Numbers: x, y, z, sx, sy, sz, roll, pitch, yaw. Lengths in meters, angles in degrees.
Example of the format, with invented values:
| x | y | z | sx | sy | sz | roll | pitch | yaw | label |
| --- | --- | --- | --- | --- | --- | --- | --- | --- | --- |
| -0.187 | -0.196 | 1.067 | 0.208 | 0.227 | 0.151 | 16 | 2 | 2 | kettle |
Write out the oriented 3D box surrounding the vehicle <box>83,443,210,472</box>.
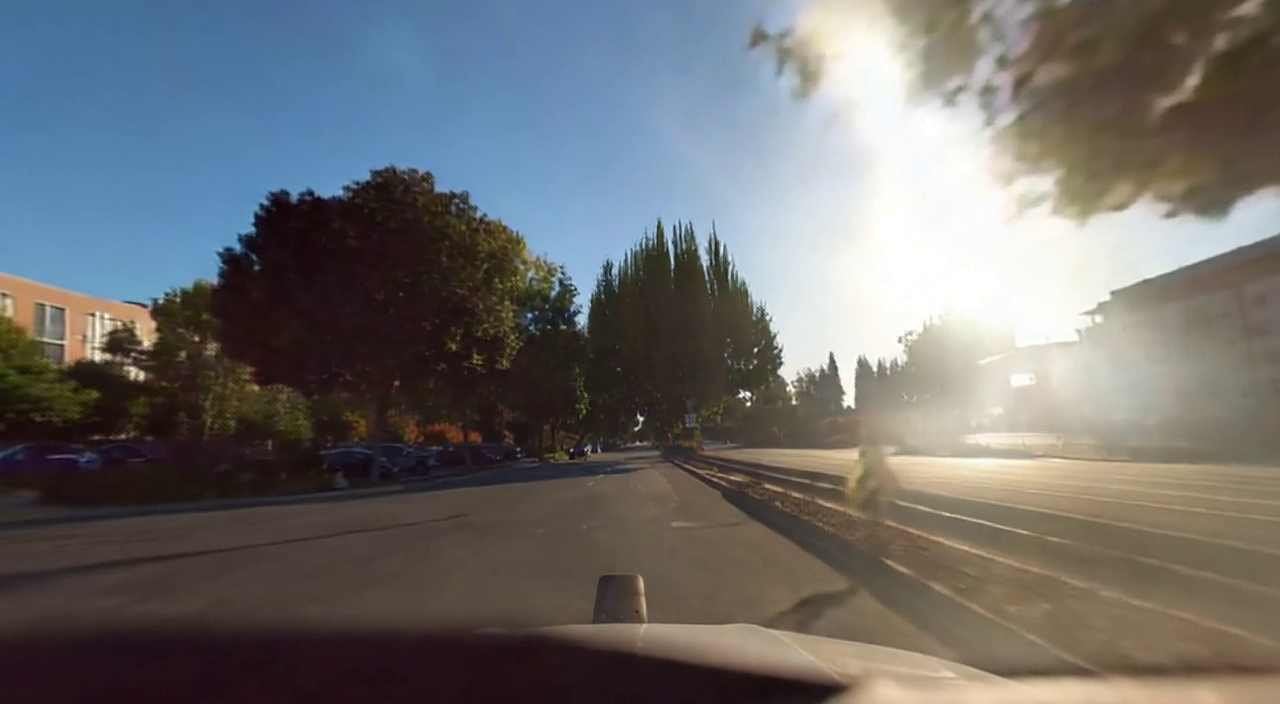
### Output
| x | y | z | sx | sy | sz | roll | pitch | yaw | label |
| --- | --- | --- | --- | --- | --- | --- | --- | --- | --- |
| -26.680 | 5.693 | 34.181 | 5.024 | 1.494 | 2.242 | 0 | -7 | 1 | vehicle |

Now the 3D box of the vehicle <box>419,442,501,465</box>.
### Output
| x | y | z | sx | sy | sz | roll | pitch | yaw | label |
| --- | --- | --- | --- | --- | --- | --- | --- | --- | --- |
| -12.930 | 7.325 | 45.485 | 5.300 | 1.432 | 1.951 | 1 | -8 | -1 | vehicle |

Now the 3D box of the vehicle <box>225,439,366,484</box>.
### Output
| x | y | z | sx | sy | sz | roll | pitch | yaw | label |
| --- | --- | --- | --- | --- | --- | --- | --- | --- | --- |
| -13.670 | 4.343 | 25.157 | 4.422 | 1.694 | 2.026 | 0 | -7 | 1 | vehicle |
